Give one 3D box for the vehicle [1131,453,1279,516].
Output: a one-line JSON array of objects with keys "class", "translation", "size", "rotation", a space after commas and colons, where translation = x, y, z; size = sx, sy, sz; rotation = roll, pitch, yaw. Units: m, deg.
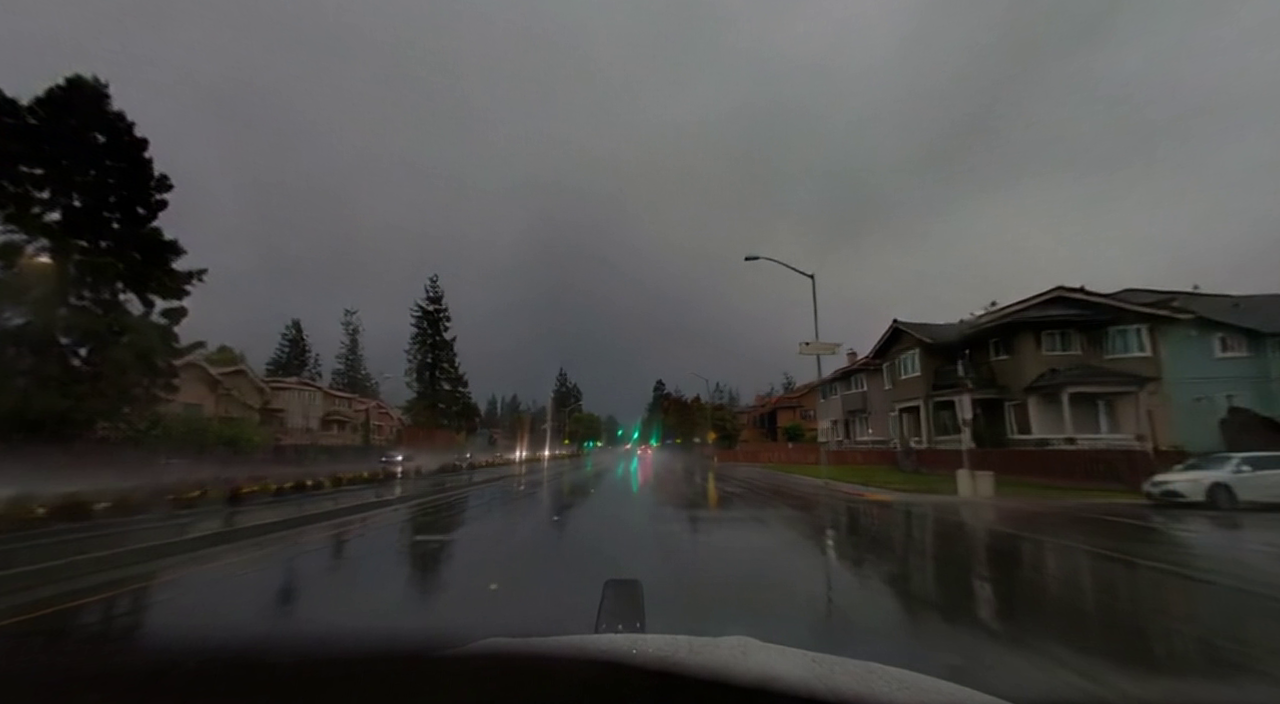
[{"class": "vehicle", "translation": [16.021, 3.369, 16.337], "size": [4.913, 1.470, 2.045], "rotation": [0, -9, 0]}]
